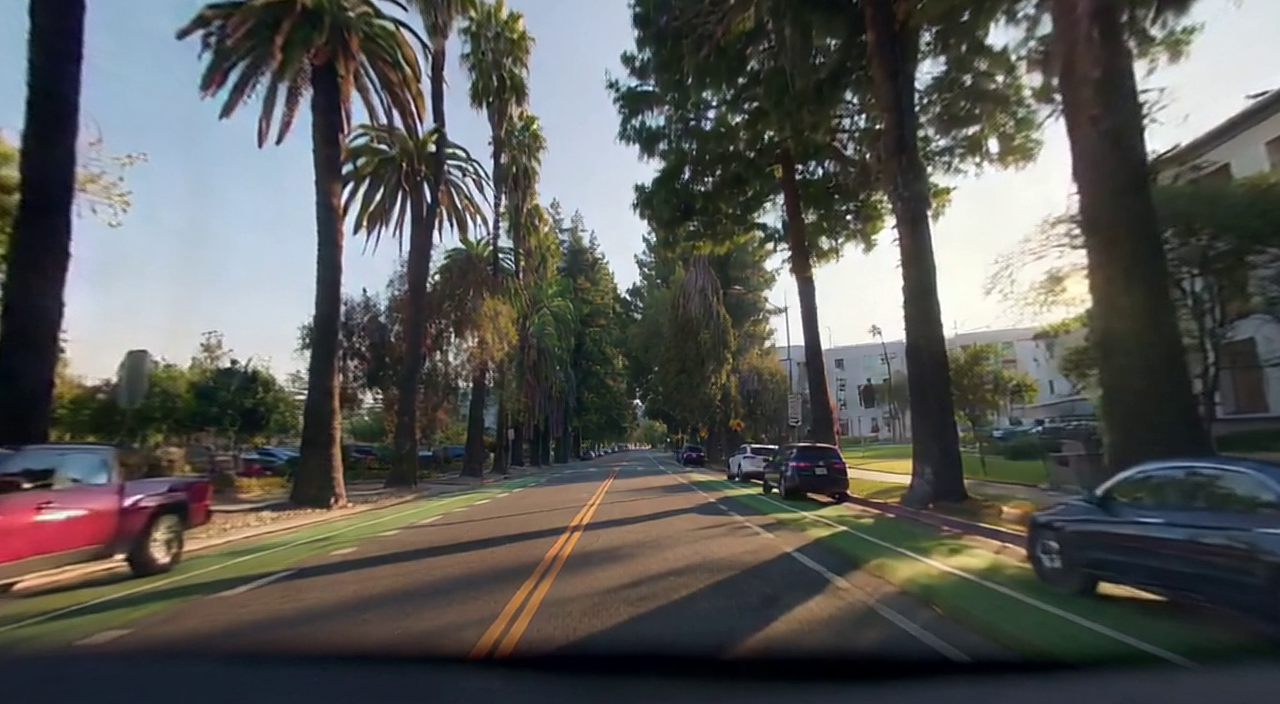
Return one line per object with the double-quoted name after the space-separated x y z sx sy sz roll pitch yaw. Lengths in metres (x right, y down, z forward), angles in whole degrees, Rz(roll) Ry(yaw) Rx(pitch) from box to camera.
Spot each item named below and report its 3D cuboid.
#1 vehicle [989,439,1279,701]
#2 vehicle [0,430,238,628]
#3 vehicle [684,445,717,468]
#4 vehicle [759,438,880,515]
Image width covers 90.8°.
4.722 1.277 3.876 2.141 1.480 5.016 0 -9 -2 "vehicle"
-6.950 1.743 6.544 2.220 1.786 5.161 -1 -8 -1 "vehicle"
4.540 7.904 47.995 1.997 1.640 4.494 0 -9 -1 "vehicle"
4.540 3.198 16.724 2.000 1.732 4.298 -1 -9 1 "vehicle"
